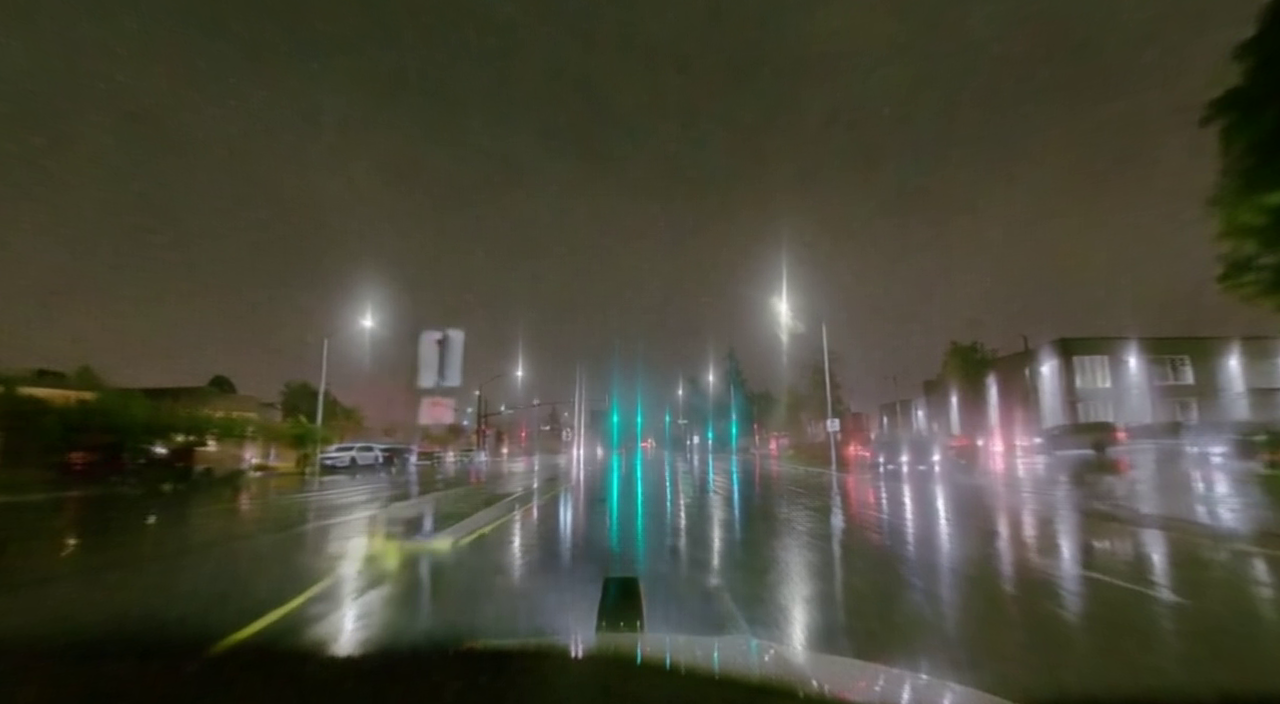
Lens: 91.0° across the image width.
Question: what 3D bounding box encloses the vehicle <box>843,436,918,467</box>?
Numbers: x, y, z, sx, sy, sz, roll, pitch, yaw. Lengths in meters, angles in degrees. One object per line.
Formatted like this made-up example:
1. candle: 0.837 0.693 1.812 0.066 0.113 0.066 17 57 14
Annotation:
1. vehicle: 12.805 5.324 33.855 2.079 1.541 4.801 0 -8 0

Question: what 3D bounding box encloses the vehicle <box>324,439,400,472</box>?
1. vehicle: -18.567 6.914 42.498 2.390 1.995 5.895 0 -8 0

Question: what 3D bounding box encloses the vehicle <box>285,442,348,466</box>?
1. vehicle: -24.435 7.706 47.750 2.039 1.653 4.603 -1 -8 5

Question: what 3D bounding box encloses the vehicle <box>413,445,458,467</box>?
1. vehicle: -15.031 7.654 46.479 1.917 1.577 3.995 0 -8 1

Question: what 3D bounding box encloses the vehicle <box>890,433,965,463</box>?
1. vehicle: 15.752 5.312 34.756 1.899 1.517 4.378 0 -9 -3

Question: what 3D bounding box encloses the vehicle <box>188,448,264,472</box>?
1. vehicle: -26.412 6.887 40.391 1.847 1.464 4.374 0 -8 1

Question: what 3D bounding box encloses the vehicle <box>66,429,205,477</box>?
1. vehicle: -28.070 5.621 35.175 5.877 2.508 2.394 -1 -9 7

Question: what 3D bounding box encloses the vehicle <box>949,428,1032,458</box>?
1. vehicle: 19.037 4.990 34.447 1.882 1.537 4.418 0 -8 -2

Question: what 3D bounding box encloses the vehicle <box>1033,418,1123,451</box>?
1. vehicle: 24.000 4.593 34.727 1.888 1.678 4.074 0 -8 -3

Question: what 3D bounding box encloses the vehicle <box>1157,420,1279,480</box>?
1. vehicle: 17.696 2.747 17.995 1.957 1.501 4.308 -2 -7 -3

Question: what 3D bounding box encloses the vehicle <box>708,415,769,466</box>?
1. vehicle: 6.576 6.085 43.113 2.802 3.208 7.459 0 -8 -1
